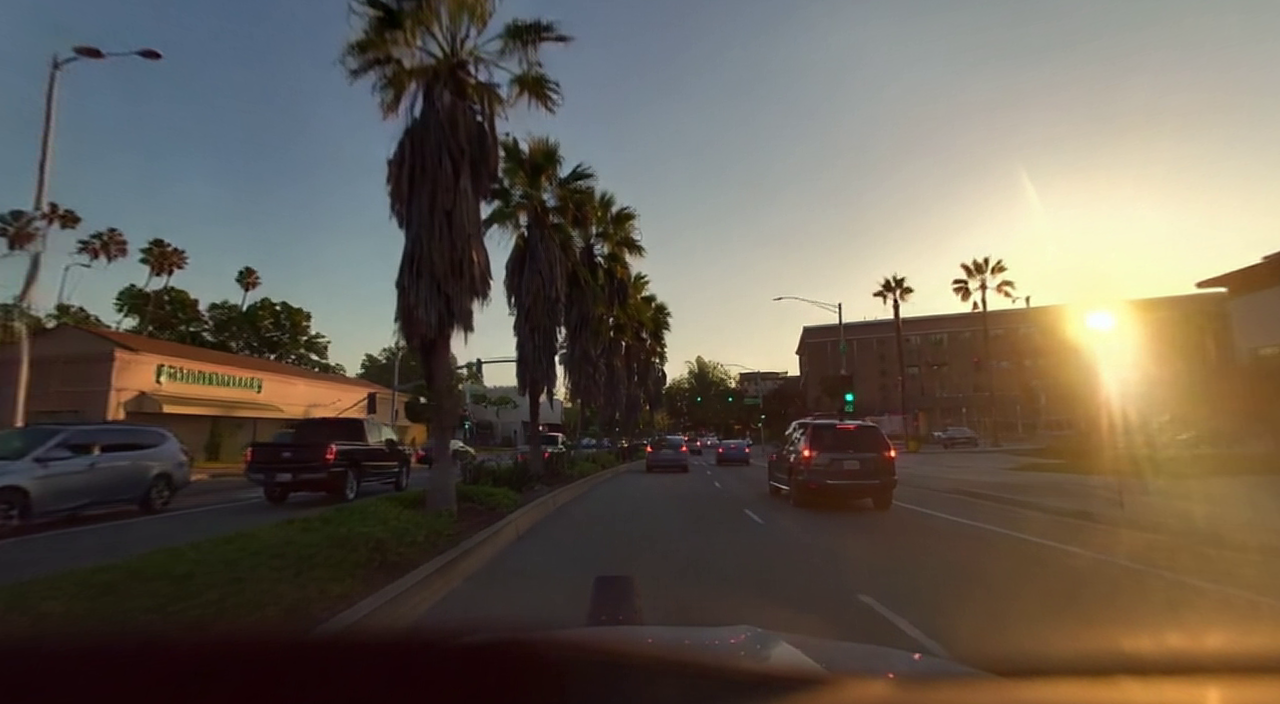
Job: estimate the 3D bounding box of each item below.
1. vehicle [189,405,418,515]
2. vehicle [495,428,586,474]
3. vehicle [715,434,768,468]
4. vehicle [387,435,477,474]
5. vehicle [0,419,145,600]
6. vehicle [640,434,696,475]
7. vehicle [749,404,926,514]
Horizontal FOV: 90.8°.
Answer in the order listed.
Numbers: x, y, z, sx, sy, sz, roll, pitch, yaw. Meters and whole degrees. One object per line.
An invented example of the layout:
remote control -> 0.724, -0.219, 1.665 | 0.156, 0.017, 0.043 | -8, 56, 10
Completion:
vehicle -> -6.678, 2.219, 13.340 | 2.127, 1.888, 4.637 | -1, -8, 2
vehicle -> -4.120, 4.206, 27.009 | 2.088, 1.746, 4.650 | -3, -9, 15
vehicle -> 4.884, 4.848, 30.965 | 2.149, 1.532, 4.168 | -1, -8, 4
vehicle -> -8.680, 4.326, 26.836 | 2.017, 1.472, 4.418 | -1, -8, 4
vehicle -> -6.305, 1.158, 4.199 | 1.935, 1.483, 4.973 | 0, -8, 1
vehicle -> 1.164, 4.111, 25.477 | 2.057, 1.492, 3.825 | -1, -8, 4
vehicle -> 3.958, 2.281, 13.876 | 2.267, 1.931, 5.145 | 0, -8, 1
